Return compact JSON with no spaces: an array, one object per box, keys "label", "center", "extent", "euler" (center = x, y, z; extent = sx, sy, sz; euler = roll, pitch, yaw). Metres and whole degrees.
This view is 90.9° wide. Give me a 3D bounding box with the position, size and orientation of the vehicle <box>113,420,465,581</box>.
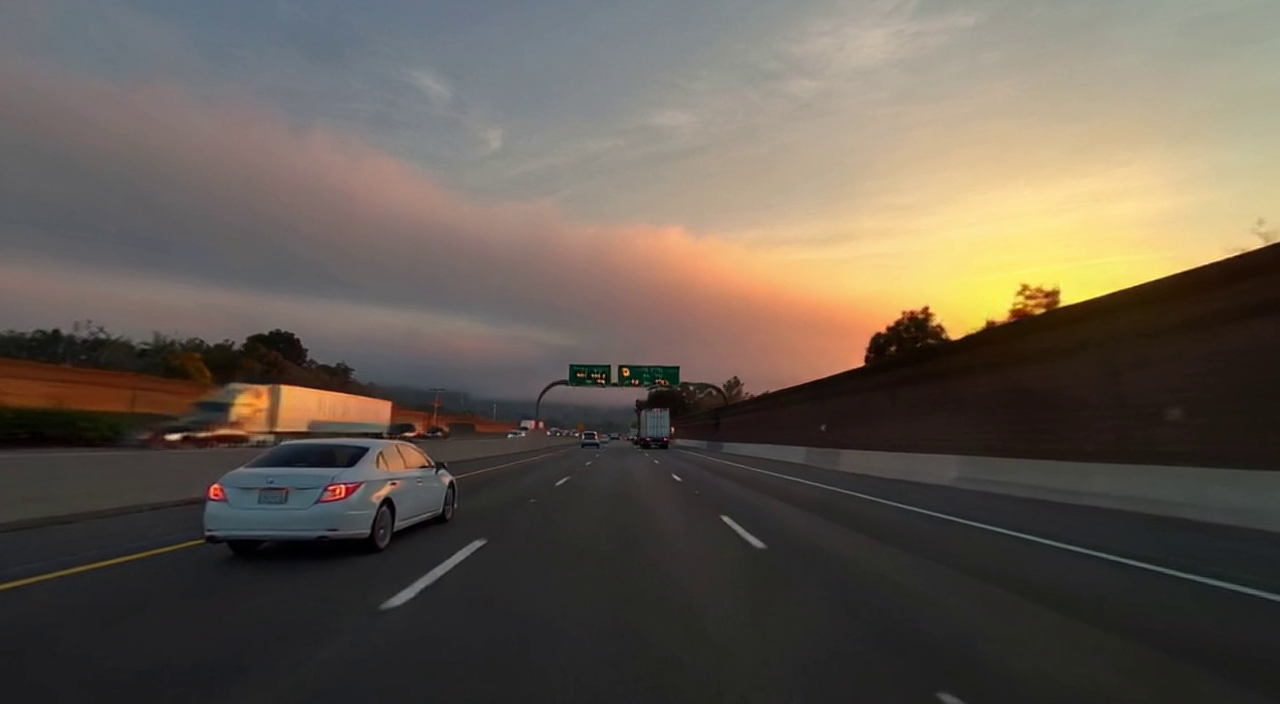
[{"label":"vehicle","center":[-3.804,1.646,7.974],"extent":[1.971,1.444,4.401],"euler":[0,-8,-1]}]
